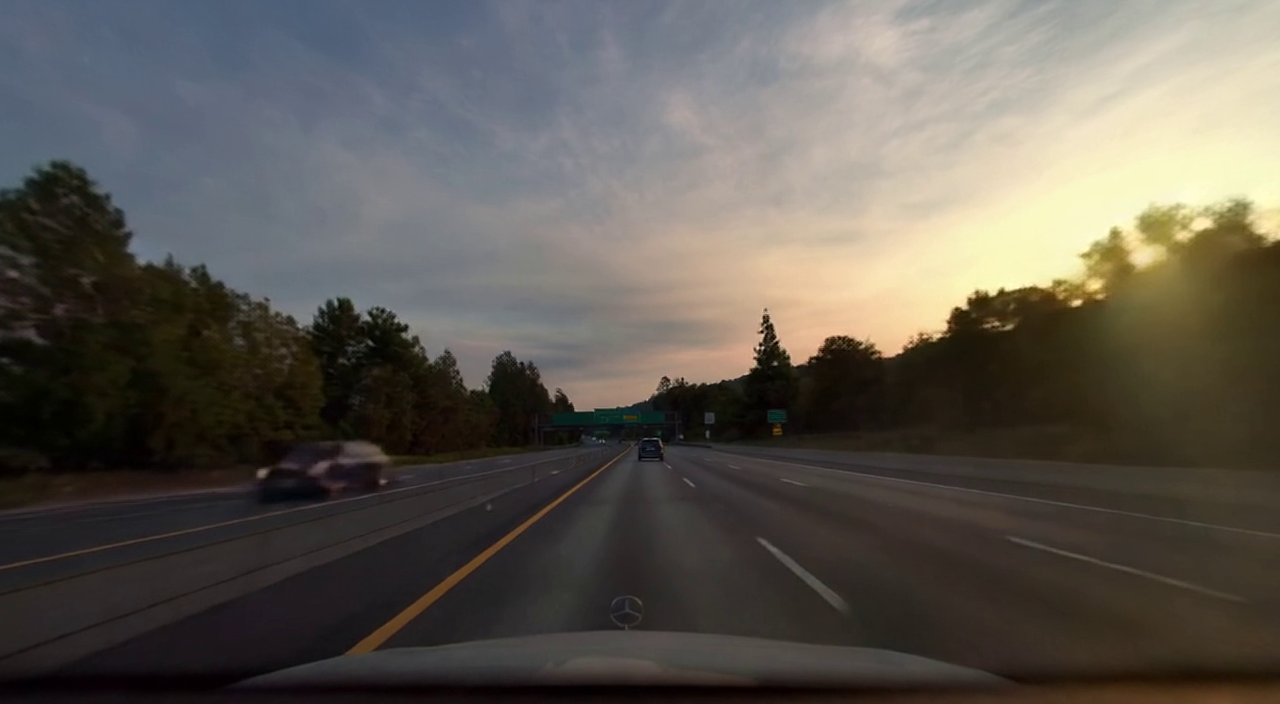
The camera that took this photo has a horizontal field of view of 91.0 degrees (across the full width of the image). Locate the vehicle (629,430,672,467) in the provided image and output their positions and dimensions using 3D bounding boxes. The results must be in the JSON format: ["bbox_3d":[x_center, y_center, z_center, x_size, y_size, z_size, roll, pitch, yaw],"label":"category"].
[{"bbox_3d":[0.605,5.478,35.968,2.301,1.944,4.554,0,-8,1],"label":"vehicle"}]

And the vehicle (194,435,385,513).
[{"bbox_3d":[-7.815,2.721,14.631,1.899,1.513,4.382,0,-8,0],"label":"vehicle"}]
